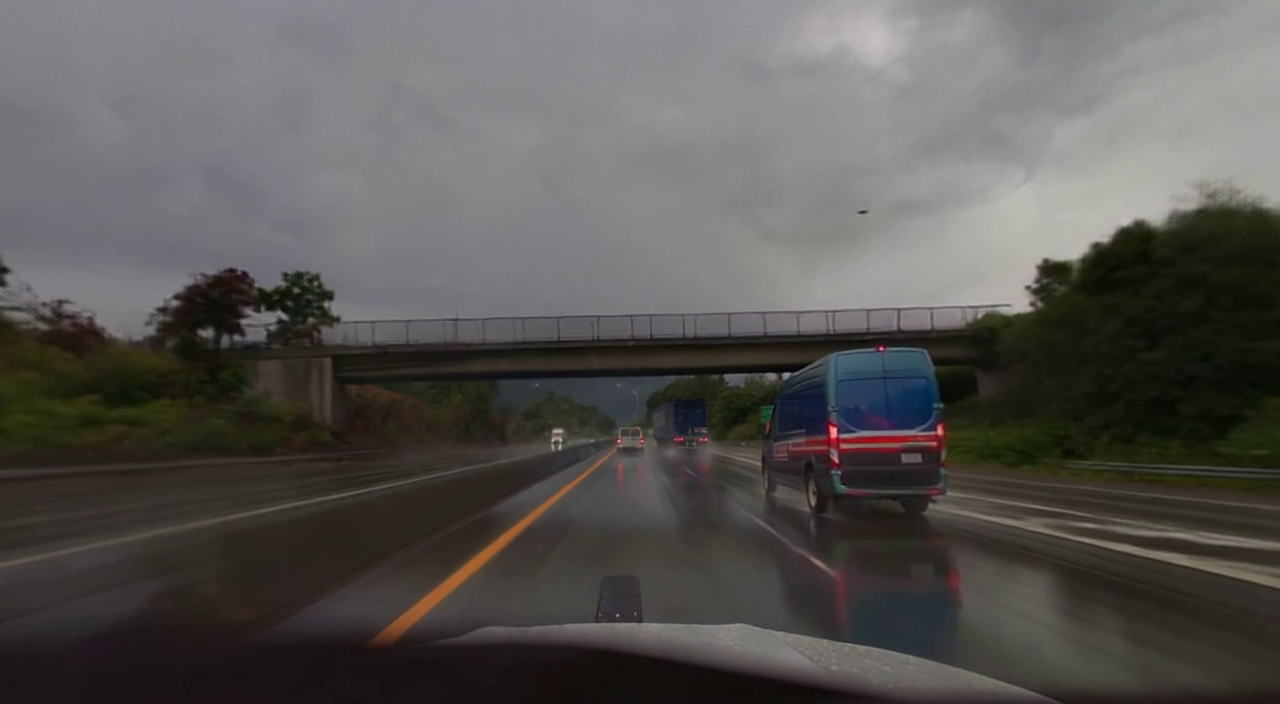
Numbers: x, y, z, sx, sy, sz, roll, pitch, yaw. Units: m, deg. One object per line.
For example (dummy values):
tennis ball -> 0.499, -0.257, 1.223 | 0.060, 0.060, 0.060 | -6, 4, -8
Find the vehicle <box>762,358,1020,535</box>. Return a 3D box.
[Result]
vehicle -> 4.101, 1.702, 11.736 | 2.387, 2.506, 5.374 | 0, -8, -2

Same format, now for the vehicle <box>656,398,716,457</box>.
vehicle -> 3.180, 5.898, 48.338 | 3.096, 3.759, 15.119 | 0, -8, -1

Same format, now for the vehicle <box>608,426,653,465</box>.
vehicle -> -0.484, 4.573, 30.938 | 2.073, 1.750, 4.116 | 0, -8, -2
